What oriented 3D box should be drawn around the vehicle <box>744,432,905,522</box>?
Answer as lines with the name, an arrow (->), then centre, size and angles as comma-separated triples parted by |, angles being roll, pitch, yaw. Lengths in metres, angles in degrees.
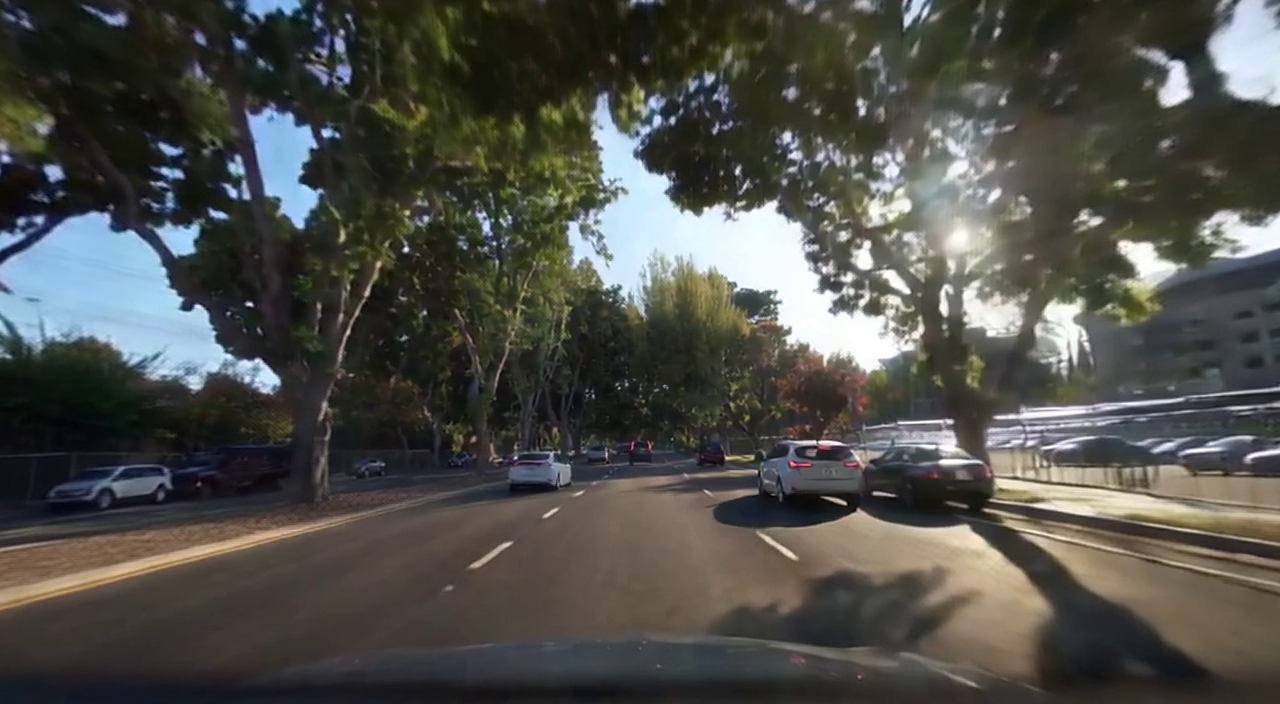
vehicle -> 3.443, 2.404, 12.700 | 1.919, 1.502, 4.232 | 0, -8, 0

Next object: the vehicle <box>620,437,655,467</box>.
vehicle -> -0.175, 6.744, 42.665 | 2.247, 1.882, 4.603 | 0, -8, 0

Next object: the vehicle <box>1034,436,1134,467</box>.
vehicle -> 25.594, 5.733, 36.426 | 2.122, 1.647, 4.283 | 8, -11, -42

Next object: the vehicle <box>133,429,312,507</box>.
vehicle -> -22.998, 6.306, 35.915 | 2.833, 3.735, 11.042 | 0, -7, -1

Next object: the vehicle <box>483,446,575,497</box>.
vehicle -> -3.172, 3.500, 18.869 | 2.013, 1.354, 3.908 | 0, -8, 1

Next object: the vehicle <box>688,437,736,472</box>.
vehicle -> 3.762, 5.437, 33.607 | 1.980, 1.709, 4.367 | 0, -8, -1

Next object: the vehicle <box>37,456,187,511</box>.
vehicle -> -22.600, 5.605, 27.352 | 2.257, 1.909, 5.115 | -2, -8, -3

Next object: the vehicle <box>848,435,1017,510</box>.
vehicle -> 6.753, 2.805, 15.221 | 1.909, 1.512, 4.480 | 0, -8, 0

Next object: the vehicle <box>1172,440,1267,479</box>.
vehicle -> 23.355, 4.280, 25.376 | 3.658, 1.443, 1.869 | 6, -10, -34
